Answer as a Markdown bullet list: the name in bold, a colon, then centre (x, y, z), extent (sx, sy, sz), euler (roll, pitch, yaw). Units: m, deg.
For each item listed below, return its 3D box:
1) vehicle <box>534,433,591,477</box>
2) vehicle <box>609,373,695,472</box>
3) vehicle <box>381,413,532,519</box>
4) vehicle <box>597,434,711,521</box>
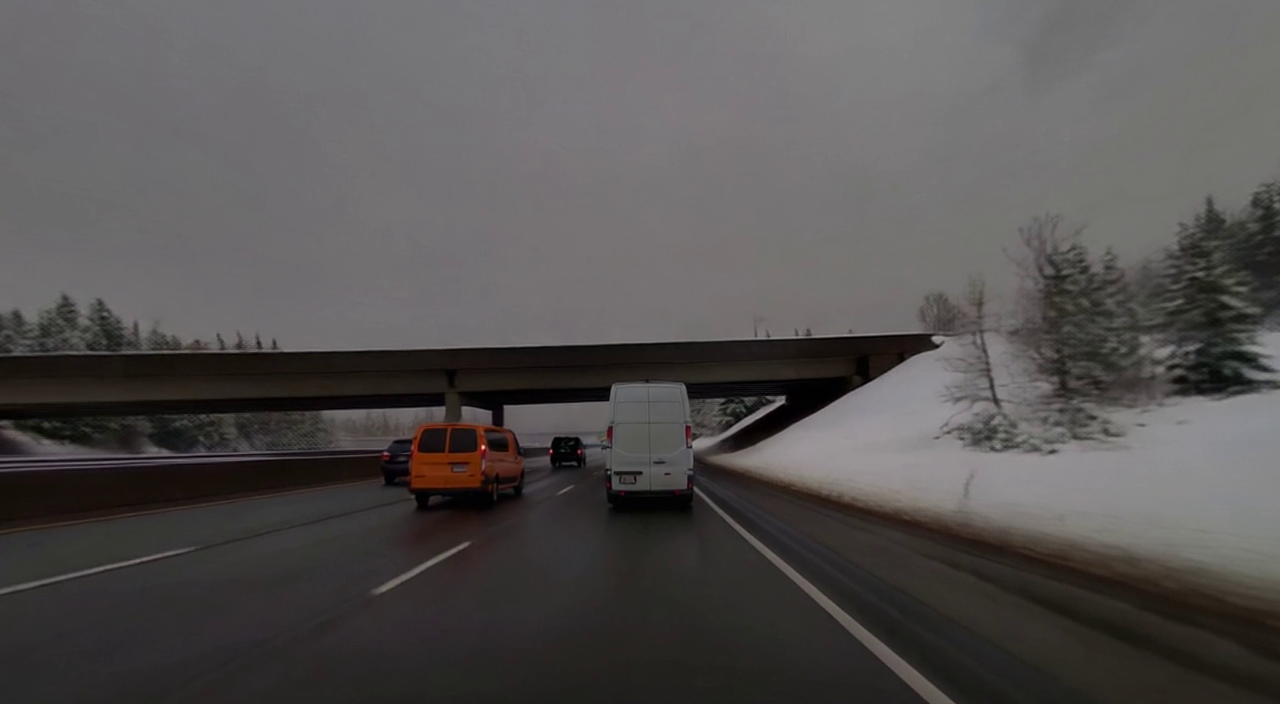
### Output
- **vehicle**: centre (-3.485, 4.747, 29.242), extent (2.068, 1.862, 4.234), euler (0, -9, 0)
- **vehicle**: centre (0.480, 4.125, 33.618), extent (3.289, 3.822, 18.653), euler (0, -9, 0)
- **vehicle**: centre (-3.648, 2.367, 13.400), extent (1.951, 1.882, 3.979), euler (0, -9, 1)
- **vehicle**: centre (0.234, 2.448, 12.696), extent (1.991, 1.507, 3.391), euler (0, -9, 0)
